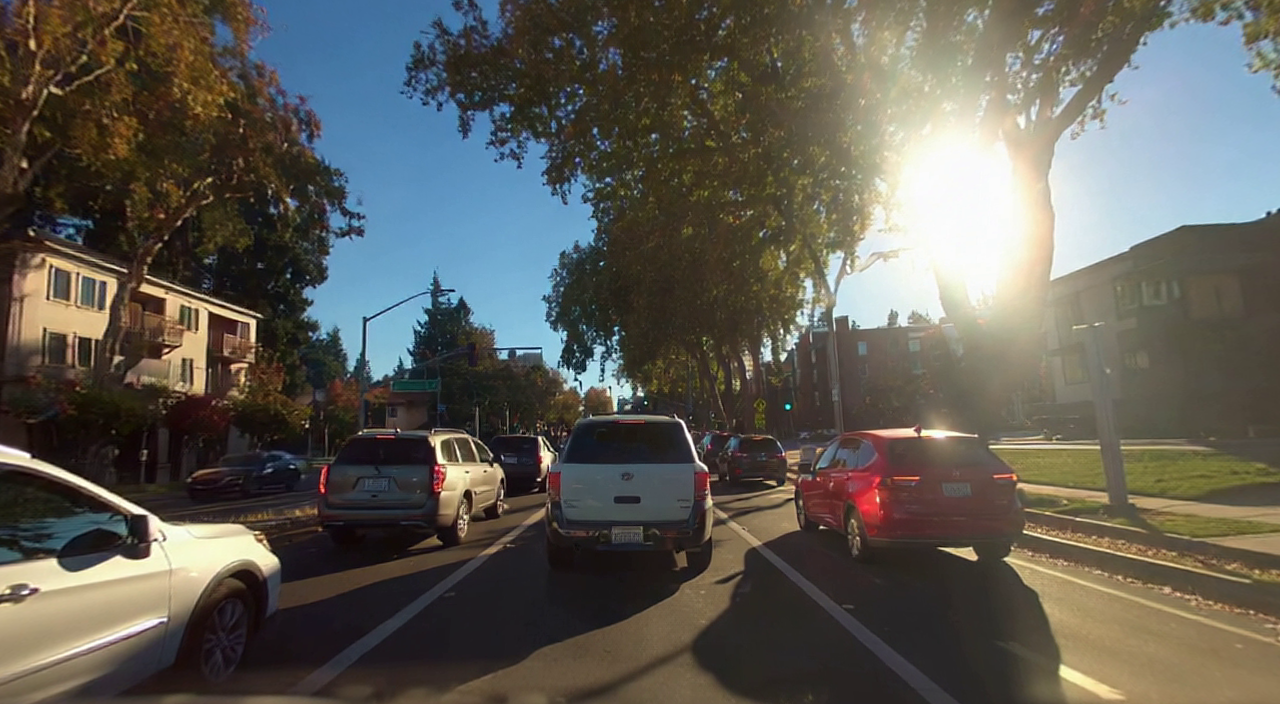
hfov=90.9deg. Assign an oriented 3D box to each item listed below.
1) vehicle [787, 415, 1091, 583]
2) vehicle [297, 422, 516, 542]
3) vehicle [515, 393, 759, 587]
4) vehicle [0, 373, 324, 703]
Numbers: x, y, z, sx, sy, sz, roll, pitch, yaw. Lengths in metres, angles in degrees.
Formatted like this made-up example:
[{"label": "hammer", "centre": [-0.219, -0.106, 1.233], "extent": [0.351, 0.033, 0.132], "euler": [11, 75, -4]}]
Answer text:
[{"label": "vehicle", "centre": [3.275, 1.670, 7.872], "extent": [1.922, 1.579, 3.642], "euler": [0, -8, -1]}, {"label": "vehicle", "centre": [-3.657, 2.112, 10.917], "extent": [2.042, 1.641, 4.314], "euler": [0, -8, 1]}, {"label": "vehicle", "centre": [-0.009, 1.549, 7.797], "extent": [2.193, 1.744, 4.033], "euler": [0, -8, 1]}, {"label": "vehicle", "centre": [-3.776, 0.995, 3.295], "extent": [1.929, 1.641, 4.193], "euler": [0, -8, 2]}]
